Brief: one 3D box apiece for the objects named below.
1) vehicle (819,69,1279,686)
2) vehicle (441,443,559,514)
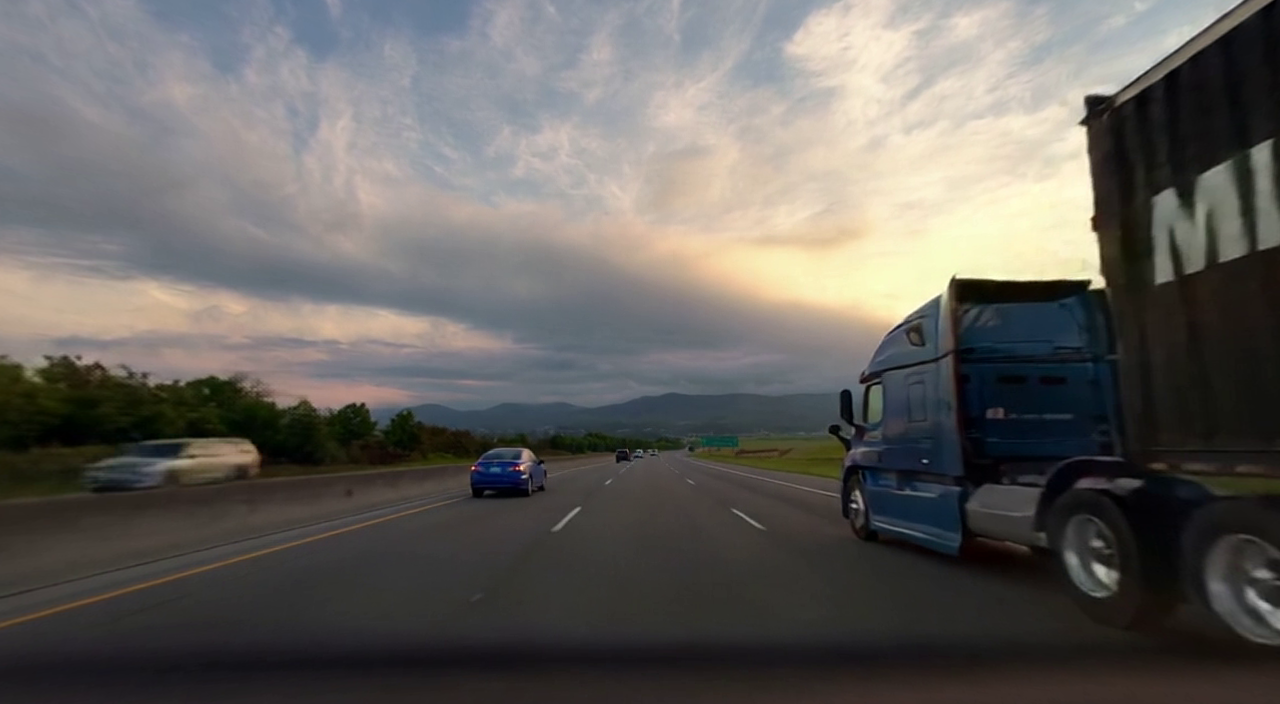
[{"bbox_3d":[4.386,0.463,6.857,3.042,3.890,5.873,0,-9,0],"label":"vehicle"},{"bbox_3d":[-3.367,3.122,16.075,1.945,1.537,4.294,0,-9,1],"label":"vehicle"}]
